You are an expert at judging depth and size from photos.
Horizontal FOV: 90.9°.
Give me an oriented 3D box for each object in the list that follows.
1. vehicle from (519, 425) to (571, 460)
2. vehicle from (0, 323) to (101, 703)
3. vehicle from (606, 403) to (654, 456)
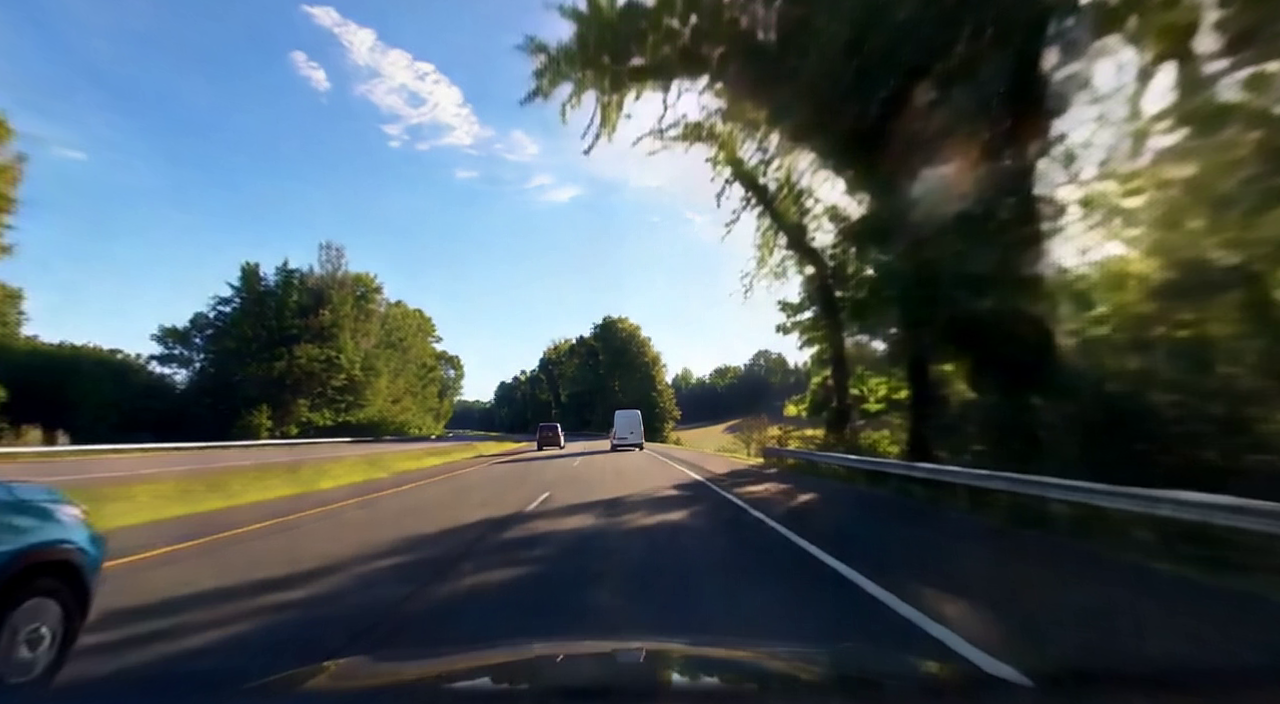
[{"bbox_3d":[-4.836,4.684,32.748,2.110,1.636,4.453,0,-8,-2],"label":"vehicle"},{"bbox_3d":[-3.904,0.495,0.921,2.069,1.751,4.720,0,-8,-1],"label":"vehicle"},{"bbox_3d":[-0.719,4.714,38.024,2.647,2.896,6.480,0,-8,-3],"label":"vehicle"}]
